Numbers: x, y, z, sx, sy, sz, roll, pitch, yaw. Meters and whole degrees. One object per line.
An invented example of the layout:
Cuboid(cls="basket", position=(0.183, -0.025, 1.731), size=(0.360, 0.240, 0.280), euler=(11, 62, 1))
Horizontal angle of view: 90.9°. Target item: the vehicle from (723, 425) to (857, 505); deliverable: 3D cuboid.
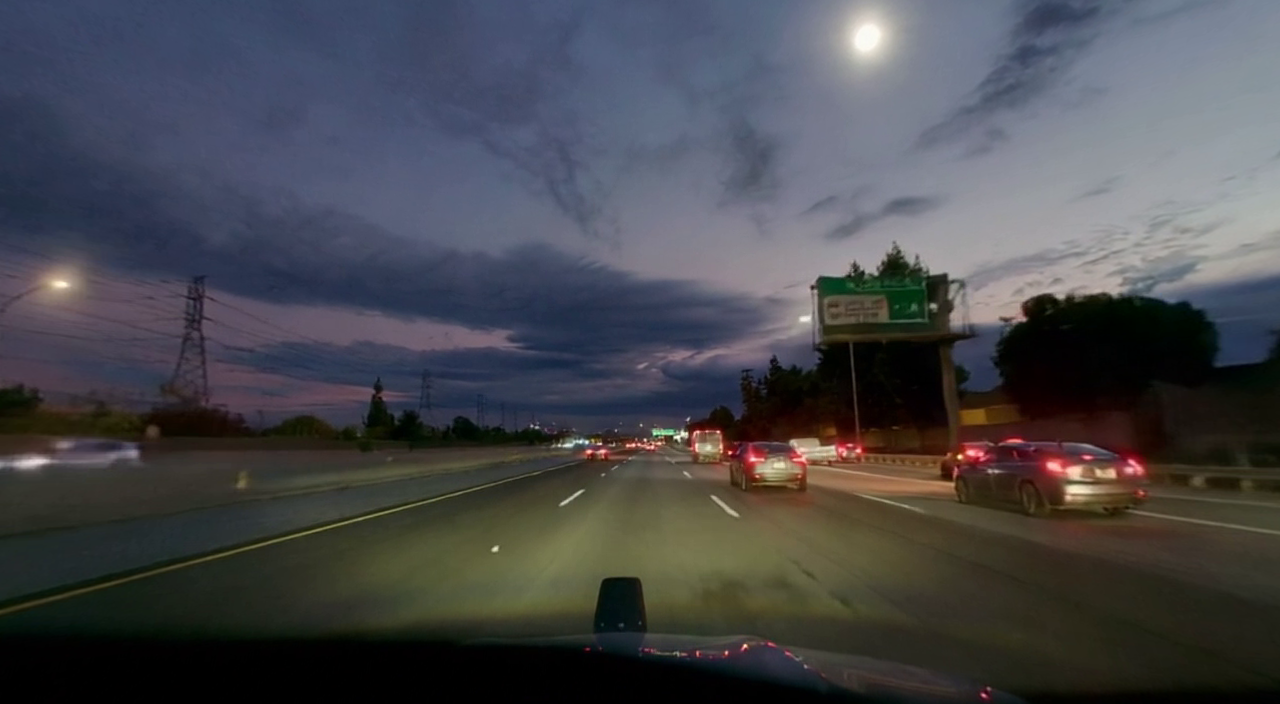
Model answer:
Cuboid(cls="vehicle", position=(3.427, 2.693, 15.447), size=(2.146, 1.639, 4.475), euler=(0, -8, -1))

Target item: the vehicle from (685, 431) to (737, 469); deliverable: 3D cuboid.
Cuboid(cls="vehicle", position=(4.040, 5.680, 36.833), size=(2.442, 2.022, 5.466), euler=(-1, -8, 0))

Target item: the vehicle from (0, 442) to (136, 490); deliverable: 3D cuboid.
Cuboid(cls="vehicle", position=(-22.299, 4.272, 24.086), size=(2.015, 1.591, 4.872), euler=(-1, -8, 1))

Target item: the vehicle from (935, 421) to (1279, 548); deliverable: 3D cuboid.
Cuboid(cls="vehicle", position=(6.949, 1.972, 10.191), size=(1.988, 1.518, 4.856), euler=(-1, -8, 0))
